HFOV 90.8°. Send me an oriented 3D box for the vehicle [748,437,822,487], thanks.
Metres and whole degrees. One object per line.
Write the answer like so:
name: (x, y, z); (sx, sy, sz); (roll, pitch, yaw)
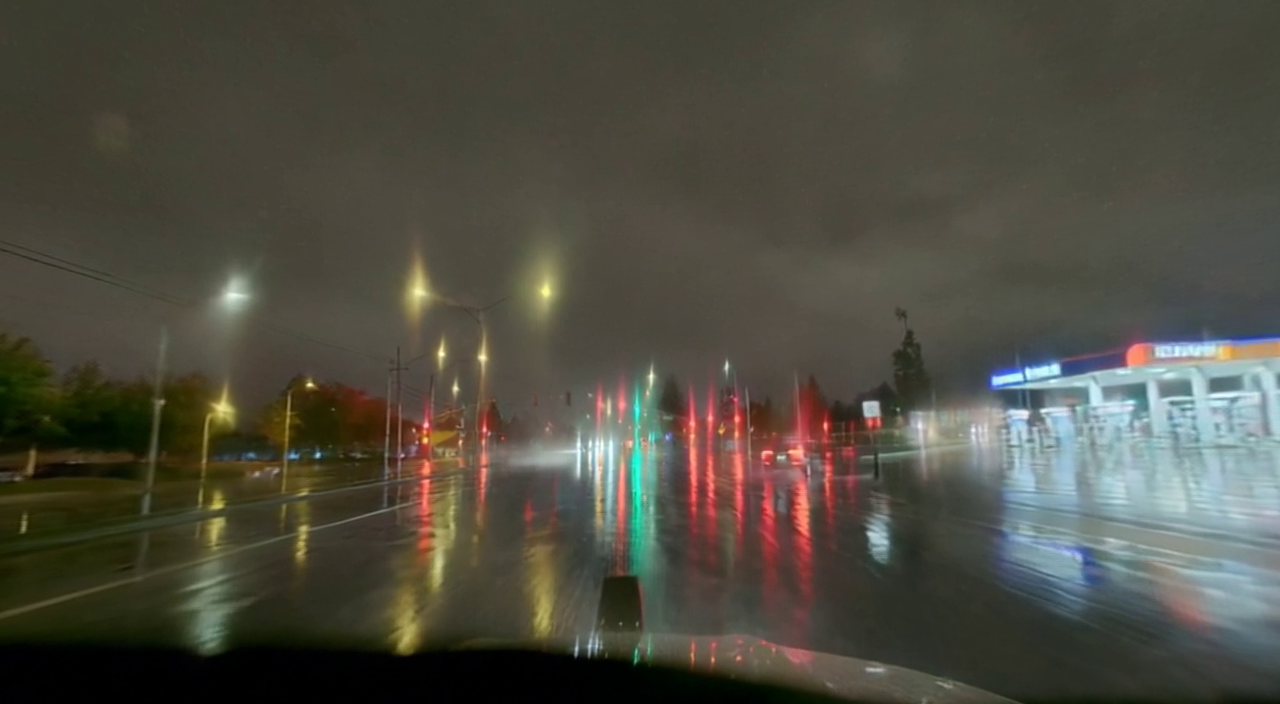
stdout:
vehicle: (4.785, 3.668, 21.488); (2.113, 1.470, 4.867); (-2, -8, 9)
